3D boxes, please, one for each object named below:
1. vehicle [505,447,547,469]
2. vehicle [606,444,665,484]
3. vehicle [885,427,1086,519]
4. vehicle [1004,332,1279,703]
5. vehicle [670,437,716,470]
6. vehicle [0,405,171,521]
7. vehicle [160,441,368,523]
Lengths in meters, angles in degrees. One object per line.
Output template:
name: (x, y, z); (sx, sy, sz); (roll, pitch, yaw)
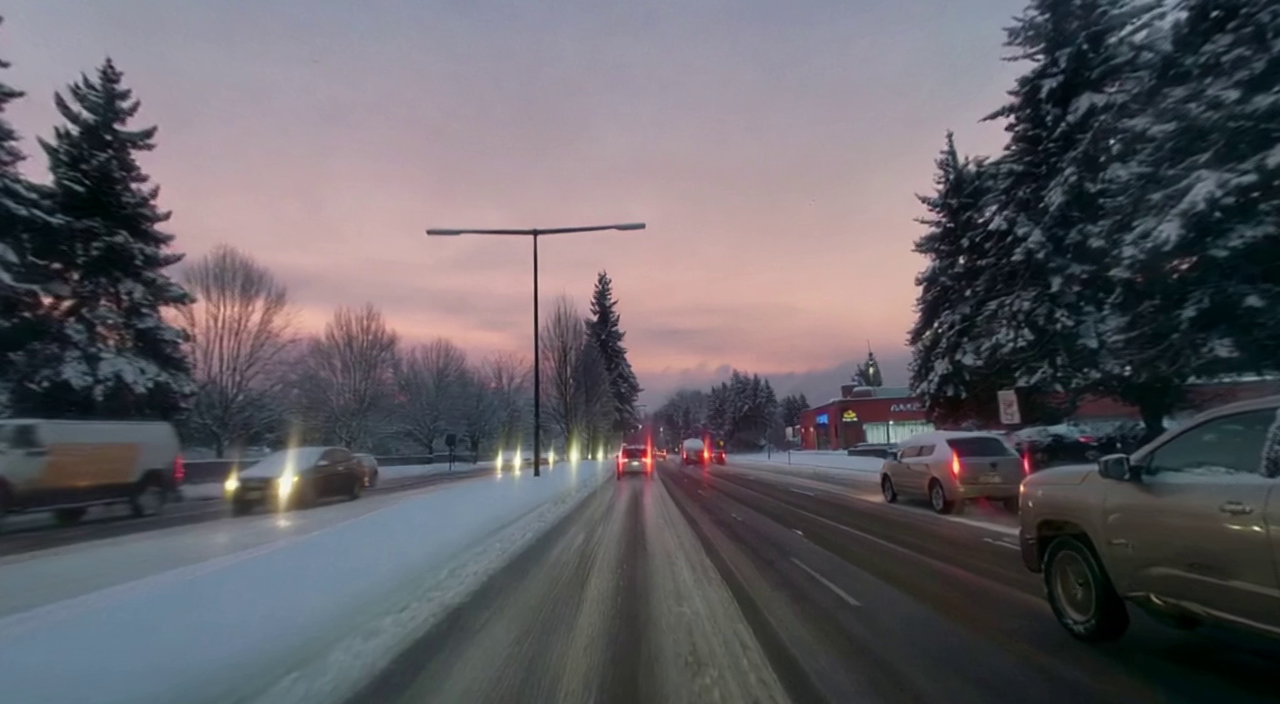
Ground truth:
vehicle: (-8.498, 7.918, 47.099); (2.082, 1.588, 4.710); (0, -9, 2)
vehicle: (-0.183, 4.749, 26.937); (2.315, 1.563, 4.080); (0, -8, 0)
vehicle: (7.558, 2.672, 14.391); (2.090, 1.768, 4.407); (0, -8, 0)
vehicle: (3.597, 0.741, 2.033); (2.090, 1.763, 4.560); (0, -8, 0)
vehicle: (3.648, 7.192, 44.613); (2.716, 2.131, 5.766); (0, -8, 0)
vehicle: (-16.072, 2.900, 16.694); (2.450, 2.674, 5.904); (0, -8, 1)
vehicle: (-8.846, 3.055, 15.404); (2.253, 1.699, 4.438); (0, -9, 1)
